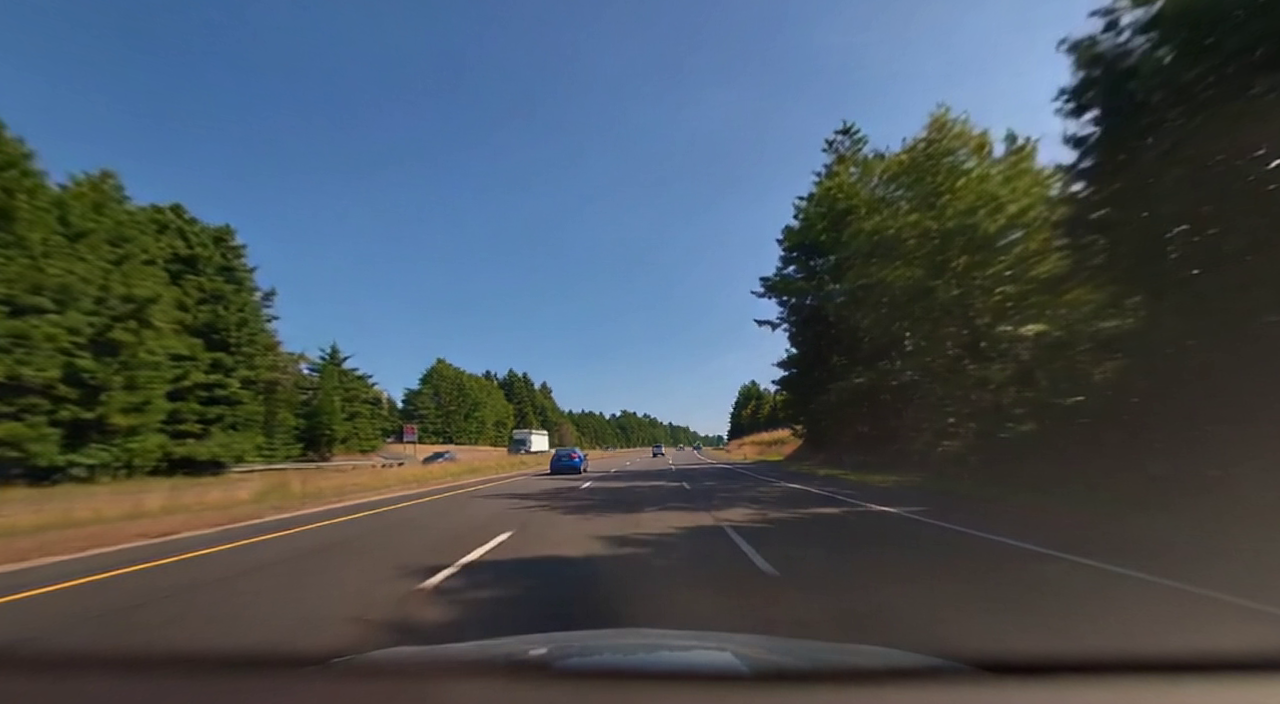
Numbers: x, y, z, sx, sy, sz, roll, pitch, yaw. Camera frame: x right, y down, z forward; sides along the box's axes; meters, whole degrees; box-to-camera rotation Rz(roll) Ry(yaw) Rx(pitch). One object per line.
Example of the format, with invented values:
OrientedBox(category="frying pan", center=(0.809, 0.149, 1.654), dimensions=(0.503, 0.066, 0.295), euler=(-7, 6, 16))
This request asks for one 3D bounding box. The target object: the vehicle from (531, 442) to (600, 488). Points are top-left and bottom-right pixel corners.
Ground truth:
OrientedBox(category="vehicle", center=(-2.708, 4.245, 23.920), dimensions=(1.959, 1.571, 4.313), euler=(-1, -9, 2))
